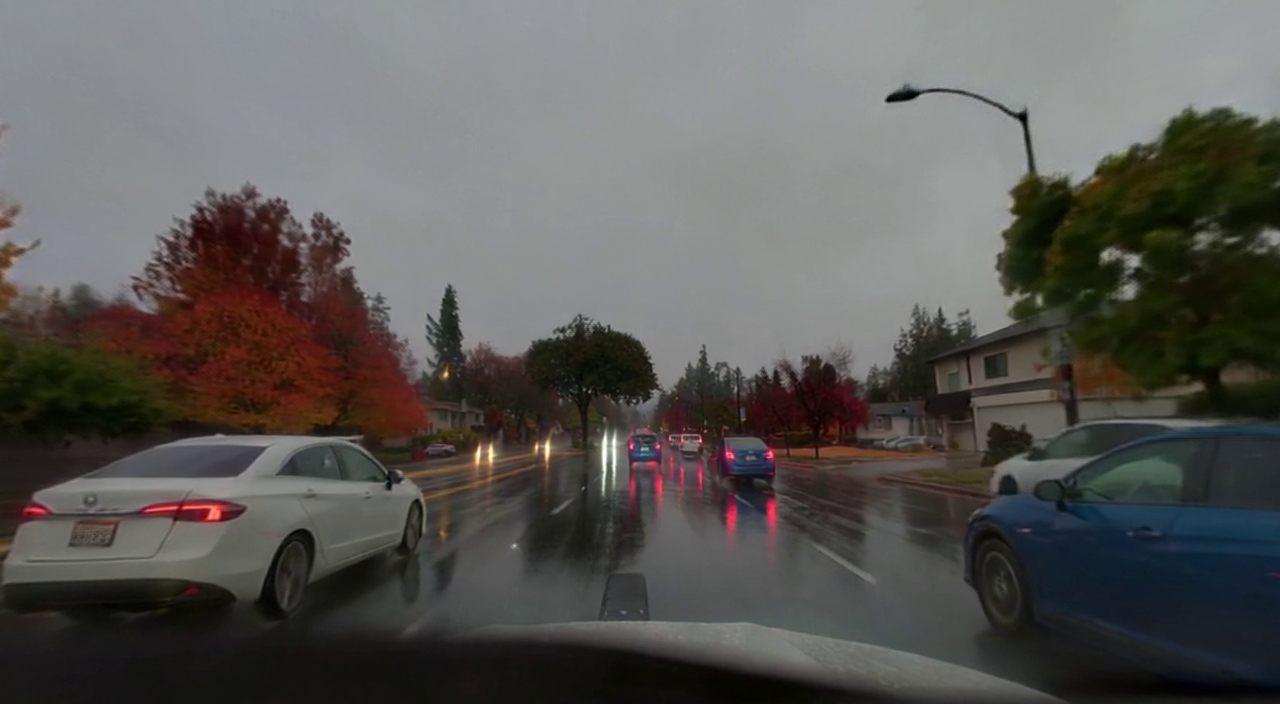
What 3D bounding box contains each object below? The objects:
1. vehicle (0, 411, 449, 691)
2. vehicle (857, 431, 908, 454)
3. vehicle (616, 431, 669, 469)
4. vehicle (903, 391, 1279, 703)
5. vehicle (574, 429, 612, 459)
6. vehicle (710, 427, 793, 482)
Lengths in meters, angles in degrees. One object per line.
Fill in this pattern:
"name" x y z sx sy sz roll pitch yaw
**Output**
"vehicle" -3.497 1.400 5.704 1.997 1.479 4.547 0 -8 1
"vehicle" 18.378 6.921 47.705 1.767 1.400 4.107 -3 -10 -7
"vehicle" 0.121 4.567 29.364 2.293 1.662 4.262 0 -8 0
"vehicle" 3.374 1.038 3.314 2.060 1.474 4.475 0 -8 0
"vehicle" -3.368 6.758 46.149 2.246 2.062 5.123 0 -8 1
"vehicle" 3.662 3.468 21.523 2.019 1.675 4.488 0 -8 0
